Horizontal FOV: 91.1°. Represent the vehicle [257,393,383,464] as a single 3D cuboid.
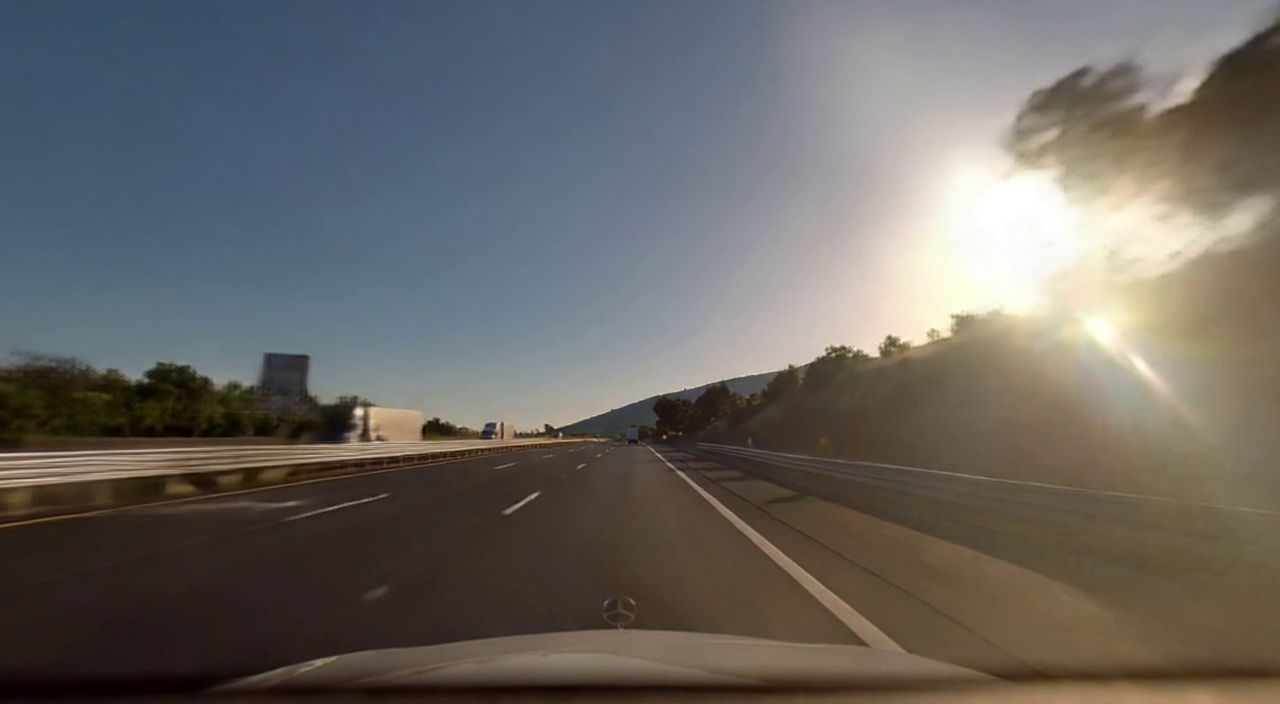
[{"bbox_3d":[-20.233,5.008,40.722,2.979,3.983,9.941,0,-8,-1],"label":"vehicle"}]
